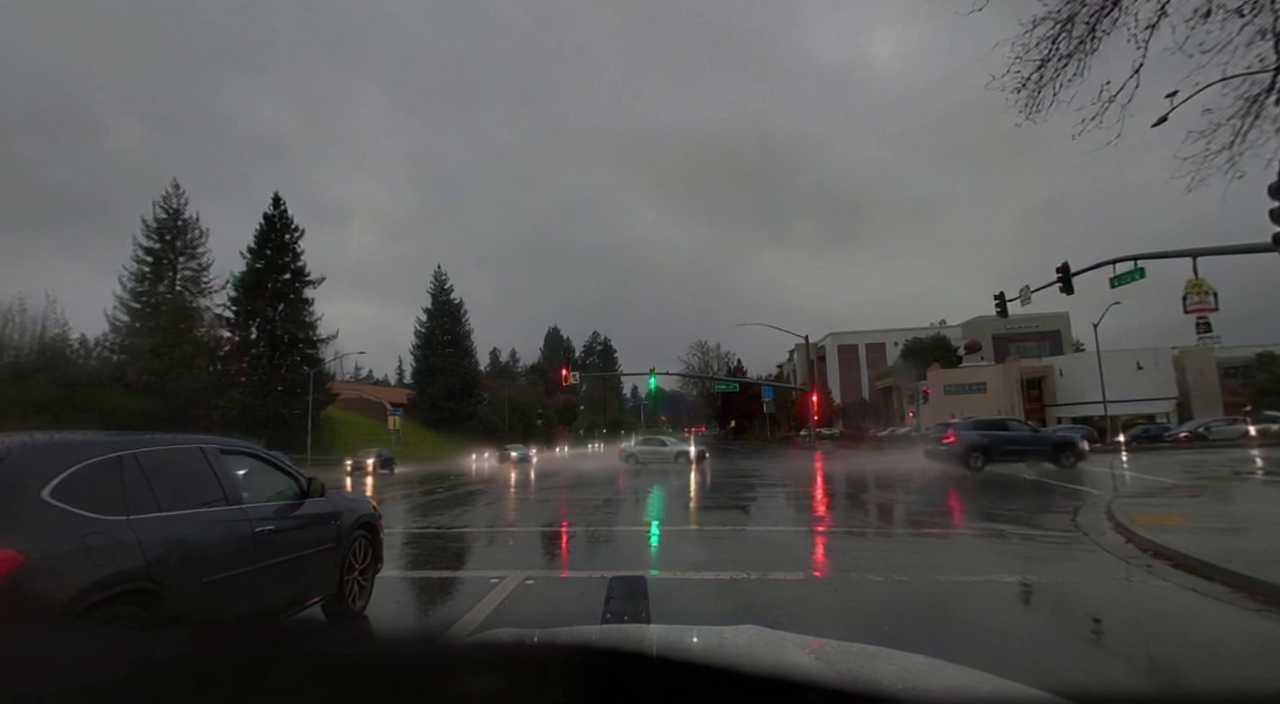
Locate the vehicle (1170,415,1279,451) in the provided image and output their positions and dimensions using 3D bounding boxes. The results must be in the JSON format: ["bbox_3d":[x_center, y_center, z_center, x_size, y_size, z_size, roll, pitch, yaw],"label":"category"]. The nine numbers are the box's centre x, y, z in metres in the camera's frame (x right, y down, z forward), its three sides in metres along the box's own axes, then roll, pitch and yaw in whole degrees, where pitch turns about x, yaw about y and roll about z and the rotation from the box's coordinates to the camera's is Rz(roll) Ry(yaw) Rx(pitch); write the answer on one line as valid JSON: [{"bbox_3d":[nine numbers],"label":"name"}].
[{"bbox_3d":[26.859,3.657,28.407,4.240,1.540,1.944,0,-9,-4],"label":"vehicle"}]

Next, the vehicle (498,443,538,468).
[{"bbox_3d":[-7.592,6.370,38.919,1.841,1.450,4.364,3,-9,-18],"label":"vehicle"}]

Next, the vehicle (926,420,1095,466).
[{"bbox_3d":[14.337,3.573,24.732,5.268,1.687,1.942,-2,-9,11],"label":"vehicle"}]

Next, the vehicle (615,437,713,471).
[{"bbox_3d":[1.082,4.757,29.605,4.180,1.478,1.986,-7,-11,36],"label":"vehicle"}]

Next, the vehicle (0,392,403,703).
[{"bbox_3d":[-2.950,0.989,2.728,1.924,1.482,4.734,0,-8,1],"label":"vehicle"}]

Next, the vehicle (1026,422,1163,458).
[{"bbox_3d":[19.917,3.867,27.744,4.552,1.492,2.002,0,-9,-4],"label":"vehicle"}]
